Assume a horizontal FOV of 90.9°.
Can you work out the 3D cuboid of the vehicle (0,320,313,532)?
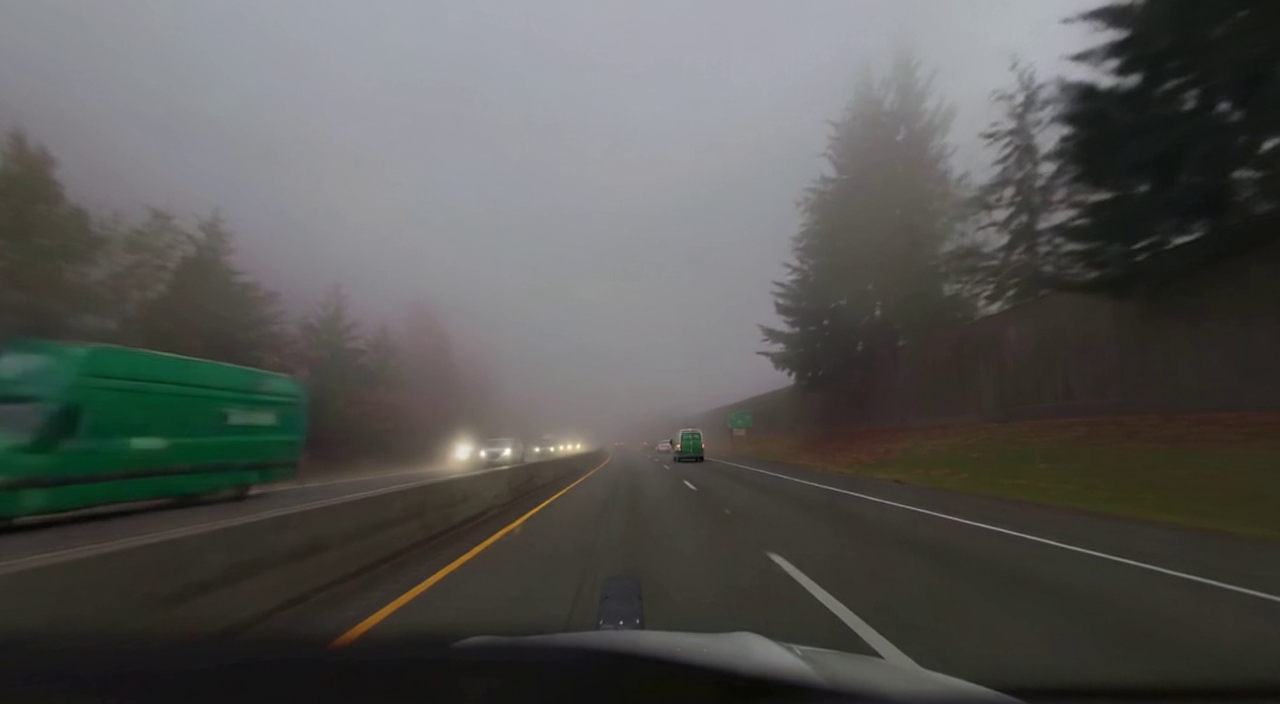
[{"bbox_3d":[-12.220,1.937,15.735,3.010,3.699,9.465,0,-8,-1],"label":"vehicle"}]

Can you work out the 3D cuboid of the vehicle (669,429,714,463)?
[{"bbox_3d":[3.283,6.111,41.157,2.393,2.072,4.958,0,-8,-2],"label":"vehicle"}]
